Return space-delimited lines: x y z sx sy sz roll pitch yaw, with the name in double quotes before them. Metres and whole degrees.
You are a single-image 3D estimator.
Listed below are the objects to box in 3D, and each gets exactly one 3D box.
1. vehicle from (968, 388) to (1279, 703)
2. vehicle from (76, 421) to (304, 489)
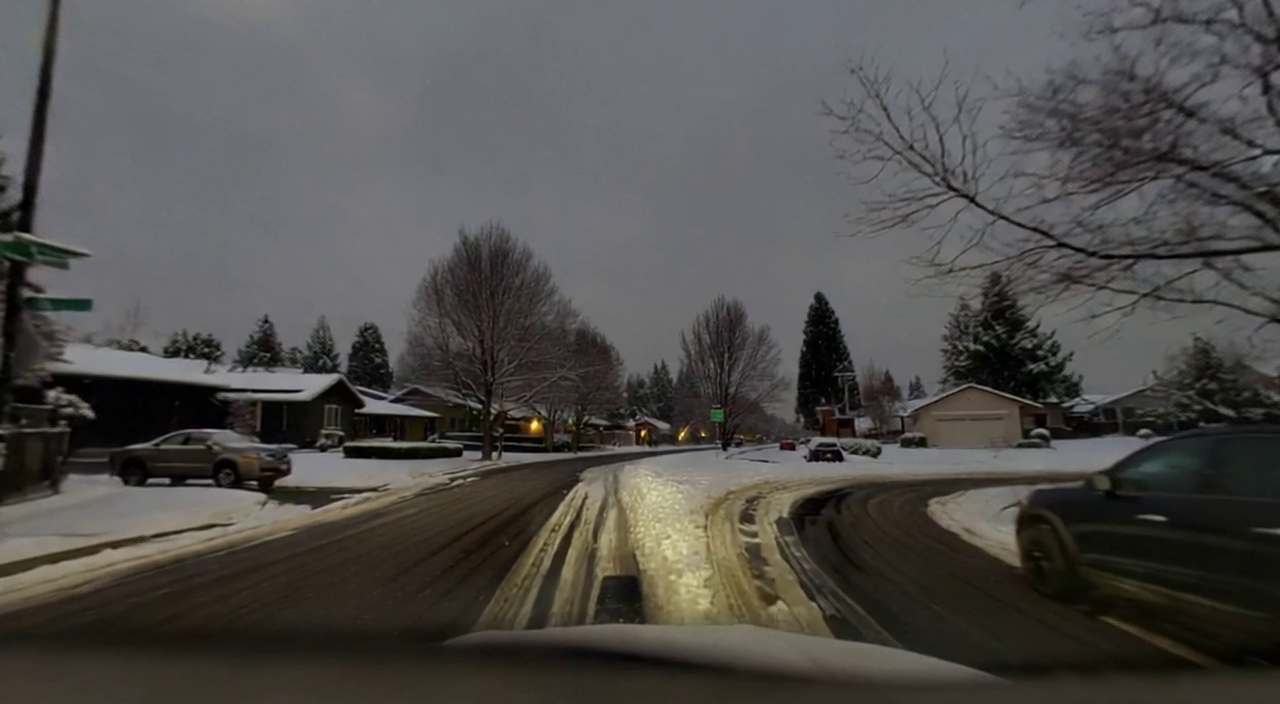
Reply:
"vehicle" 3.872 0.982 3.012 2.034 1.583 4.707 0 -8 -1
"vehicle" -12.422 2.828 17.700 4.790 1.627 2.112 1 -4 0
